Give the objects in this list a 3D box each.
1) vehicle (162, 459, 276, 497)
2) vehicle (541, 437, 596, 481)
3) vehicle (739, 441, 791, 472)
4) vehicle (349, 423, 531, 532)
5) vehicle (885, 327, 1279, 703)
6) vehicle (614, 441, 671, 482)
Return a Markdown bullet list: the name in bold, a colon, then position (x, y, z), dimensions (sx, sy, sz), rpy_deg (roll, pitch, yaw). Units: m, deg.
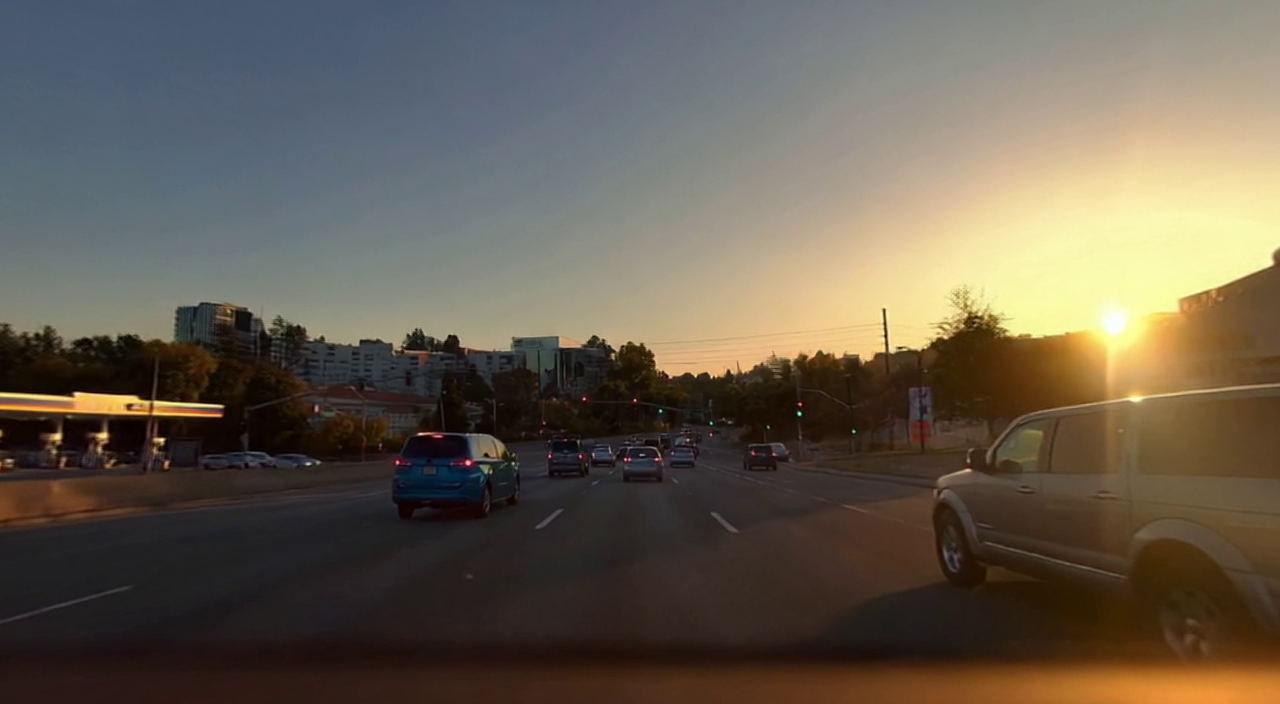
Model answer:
- **vehicle**: position (-19.734, 5.893, 29.771), dimensions (2.324, 1.551, 4.965), rpy_deg (1, -9, -6)
- **vehicle**: position (-3.345, 5.124, 30.449), dimensions (2.025, 1.936, 4.995), rpy_deg (0, -9, 1)
- **vehicle**: position (7.189, 6.047, 36.506), dimensions (2.119, 1.696, 4.623), rpy_deg (0, -9, 1)
- **vehicle**: position (-3.714, 2.438, 12.856), dimensions (2.002, 1.747, 5.173), rpy_deg (0, -9, 0)
- **vehicle**: position (3.674, 1.046, 4.238), dimensions (2.055, 1.786, 4.817), rpy_deg (0, -9, 0)
- **vehicle**: position (0.096, 5.047, 29.427), dimensions (2.426, 1.703, 5.602), rpy_deg (0, -9, 0)
